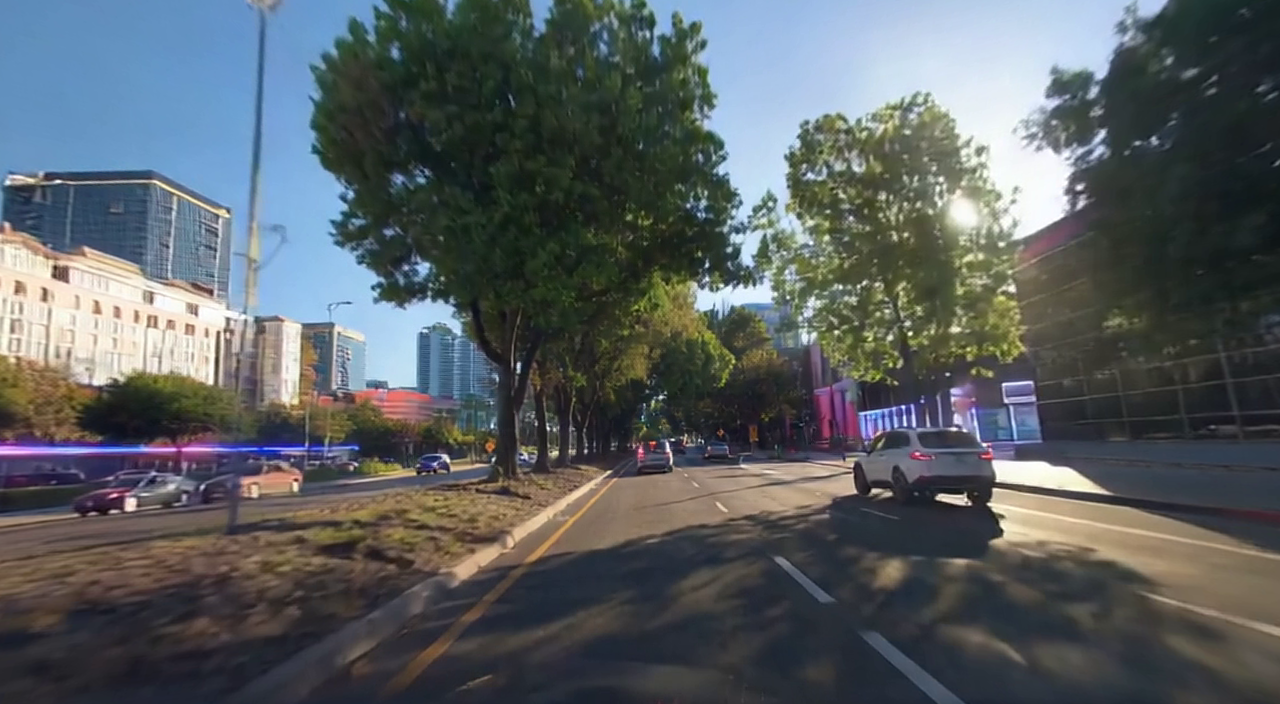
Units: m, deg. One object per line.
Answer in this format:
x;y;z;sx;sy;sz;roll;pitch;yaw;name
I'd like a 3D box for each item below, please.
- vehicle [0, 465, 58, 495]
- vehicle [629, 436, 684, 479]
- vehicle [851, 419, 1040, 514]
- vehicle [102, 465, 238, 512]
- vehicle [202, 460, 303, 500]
-39.207;7.919;39.118;4.082;1.666;1.947;0;-9;0;vehicle
0.652;4.391;26.413;2.125;1.669;3.880;0;-9;0;vehicle
6.647;2.549;14.475;1.963;1.783;4.722;0;-9;0;vehicle
-18.464;5.344;25.097;1.817;1.540;4.548;0;-9;1;vehicle
-18.312;6.029;30.088;1.866;1.659;4.597;0;-9;0;vehicle
